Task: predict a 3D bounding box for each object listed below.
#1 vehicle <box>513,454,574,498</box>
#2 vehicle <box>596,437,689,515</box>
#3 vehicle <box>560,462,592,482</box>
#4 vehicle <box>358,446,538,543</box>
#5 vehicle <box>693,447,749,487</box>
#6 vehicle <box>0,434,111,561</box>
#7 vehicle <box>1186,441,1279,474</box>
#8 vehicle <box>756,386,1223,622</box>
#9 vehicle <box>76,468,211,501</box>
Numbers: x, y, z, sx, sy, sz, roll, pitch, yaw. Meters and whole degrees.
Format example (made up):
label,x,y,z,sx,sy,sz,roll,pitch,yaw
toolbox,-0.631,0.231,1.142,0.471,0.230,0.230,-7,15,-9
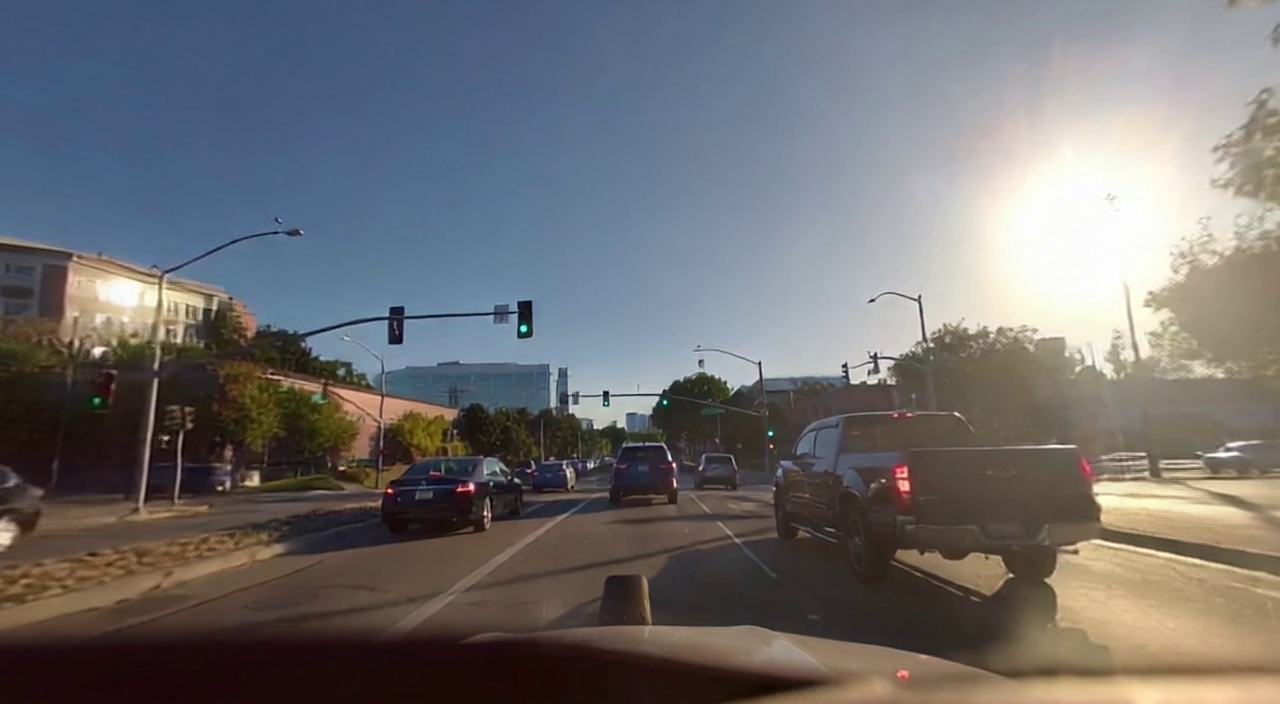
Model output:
label,x,y,z,sx,sy,sz,roll,pitch,yaw
vehicle,-3.843,4.720,24.403,2.072,1.450,4.612,2,-9,-11
vehicle,0.067,3.141,16.399,2.113,1.768,3.901,0,-9,1
vehicle,-4.934,9.334,49.227,1.882,1.342,3.755,-4,-9,3
vehicle,-3.354,2.574,12.165,1.909,1.476,4.751,0,-9,1
vehicle,4.234,6.107,33.893,2.408,1.908,5.355,0,-9,1
vehicle,-10.317,2.058,8.659,2.099,1.813,4.583,-1,-9,0
vehicle,31.479,5.383,32.294,4.869,1.622,2.230,0,-9,-1
vehicle,3.285,1.644,7.958,2.571,1.857,5.841,0,-9,0
vehicle,-25.131,6.712,32.066,5.100,1.533,2.032,0,-9,0
